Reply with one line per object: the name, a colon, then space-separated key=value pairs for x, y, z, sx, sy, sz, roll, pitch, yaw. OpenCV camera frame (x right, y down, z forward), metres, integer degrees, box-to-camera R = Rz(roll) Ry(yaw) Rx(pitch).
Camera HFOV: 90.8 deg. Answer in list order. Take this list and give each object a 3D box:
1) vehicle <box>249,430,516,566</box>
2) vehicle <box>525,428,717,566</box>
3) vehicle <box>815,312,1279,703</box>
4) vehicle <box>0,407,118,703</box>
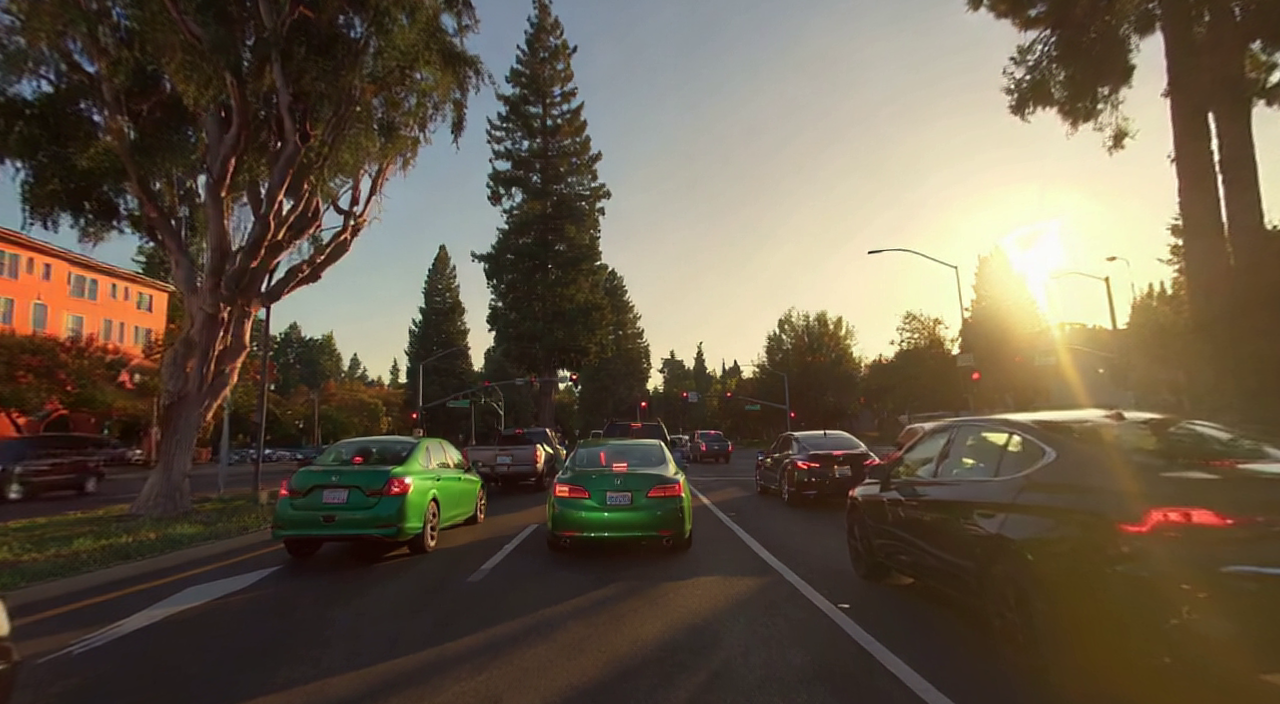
vehicle: x=-3.204 y=1.888 z=8.951 sx=1.917 sy=1.441 sz=4.128 roll=-1 pitch=-8 yaw=2
vehicle: x=-0.206 y=1.836 z=8.720 sx=2.041 sy=1.450 sz=3.847 roll=0 pitch=-8 yaw=0
vehicle: x=3.000 y=1.057 z=4.246 sx=2.196 sy=1.676 sz=4.865 roll=0 pitch=-8 yaw=-1
vehicle: x=-3.364 y=0.670 z=0.544 sx=1.863 sy=1.448 sz=4.697 roll=0 pitch=-8 yaw=-1
